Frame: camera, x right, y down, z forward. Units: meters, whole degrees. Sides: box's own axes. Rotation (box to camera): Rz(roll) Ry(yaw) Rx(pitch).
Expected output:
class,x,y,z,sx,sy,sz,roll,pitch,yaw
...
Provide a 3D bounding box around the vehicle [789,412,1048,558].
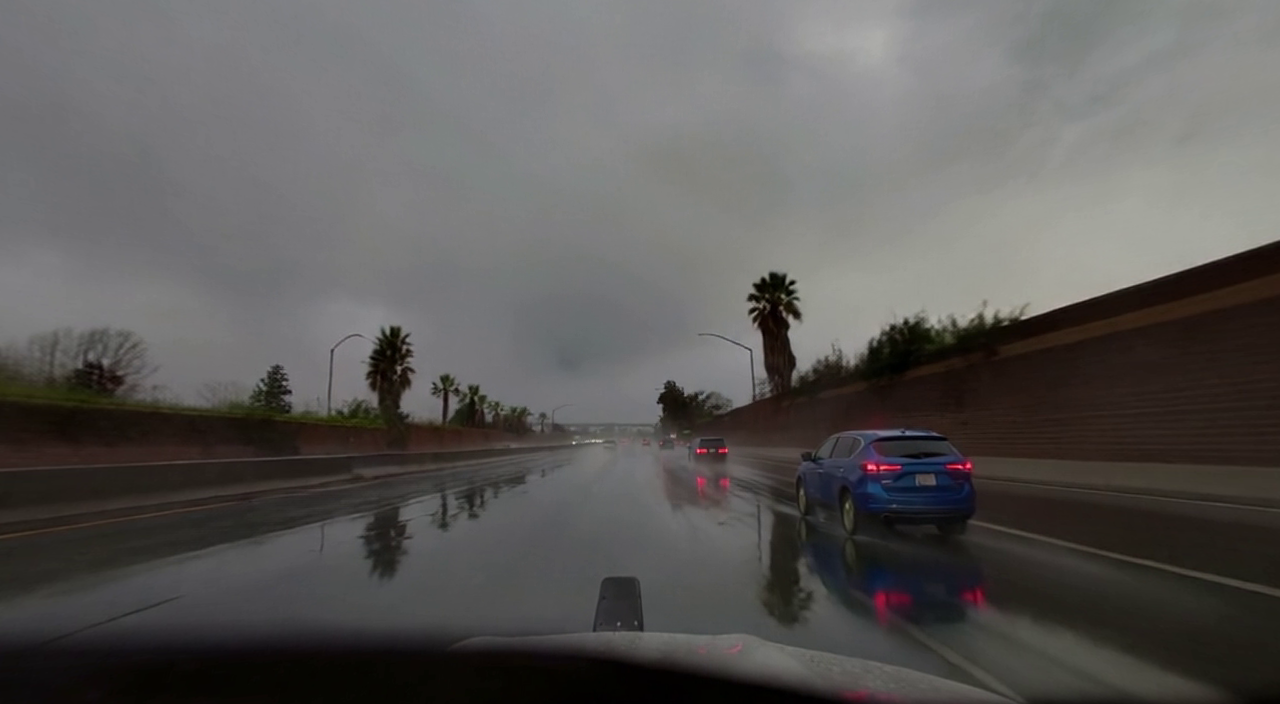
class,x,y,z,sx,sy,sz,roll,pitch,yaw
vehicle,3.771,1.871,9.575,1.910,1.696,4.187,0,-8,-1

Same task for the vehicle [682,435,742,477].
class,x,y,z,sx,sy,sz,roll,pitch,yaw
vehicle,3.108,4.618,28.245,2.045,1.688,4.313,0,-9,-2
